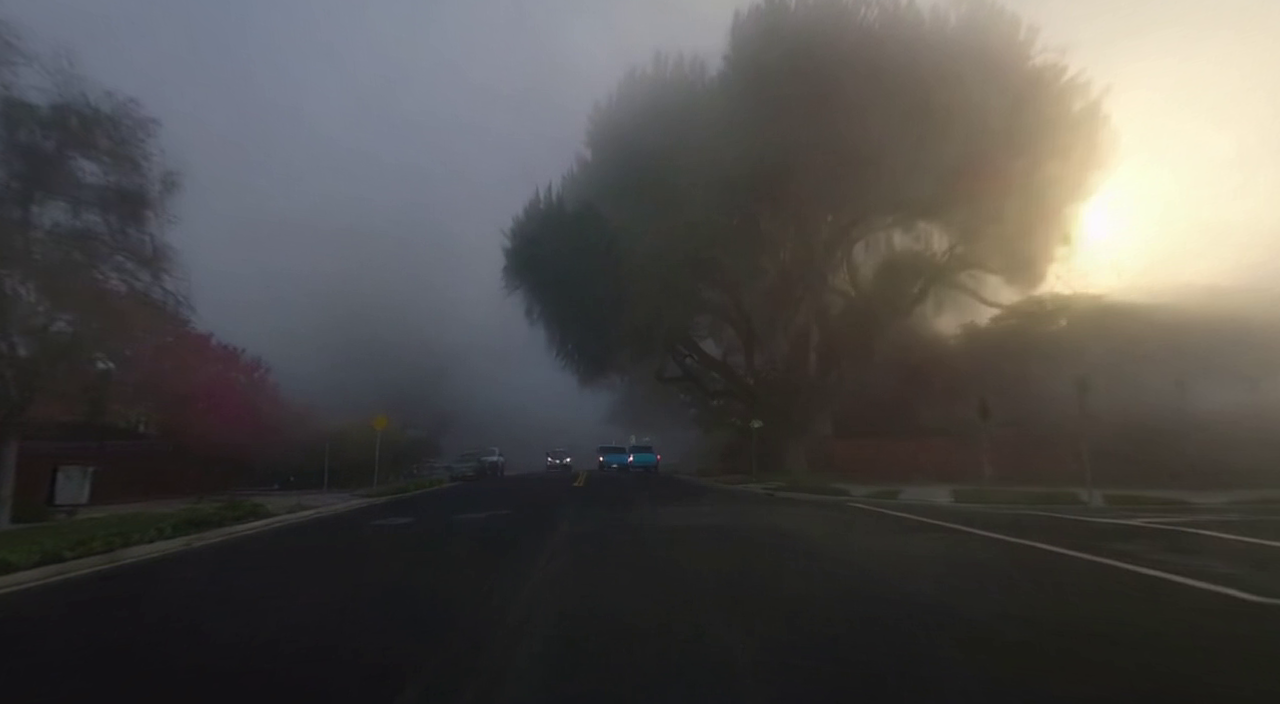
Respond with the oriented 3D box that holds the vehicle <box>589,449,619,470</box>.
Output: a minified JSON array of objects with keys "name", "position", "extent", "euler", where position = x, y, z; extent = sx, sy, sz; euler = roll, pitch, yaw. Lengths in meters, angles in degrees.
[{"name":"vehicle","position":[-2.689,7.913,46.715],"extent":[2.064,1.477,3.968],"euler":[1,-9,-4]}]
